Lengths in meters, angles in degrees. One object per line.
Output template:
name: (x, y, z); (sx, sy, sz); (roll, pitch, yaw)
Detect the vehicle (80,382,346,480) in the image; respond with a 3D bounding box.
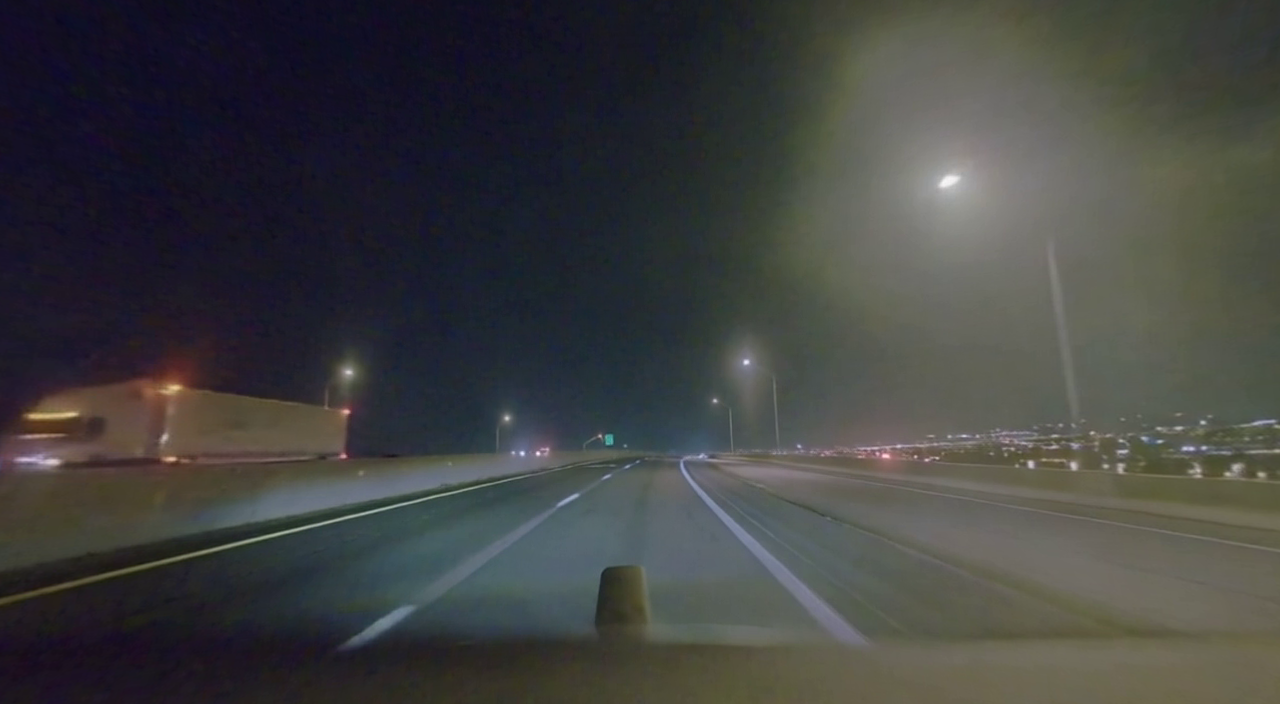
vehicle: (-22.361, 4.643, 35.632); (2.895, 4.173, 16.603); (-1, -9, 2)

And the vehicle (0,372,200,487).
vehicle: (-22.738, 3.289, 25.965); (3.026, 3.985, 7.985); (-1, -9, 3)
